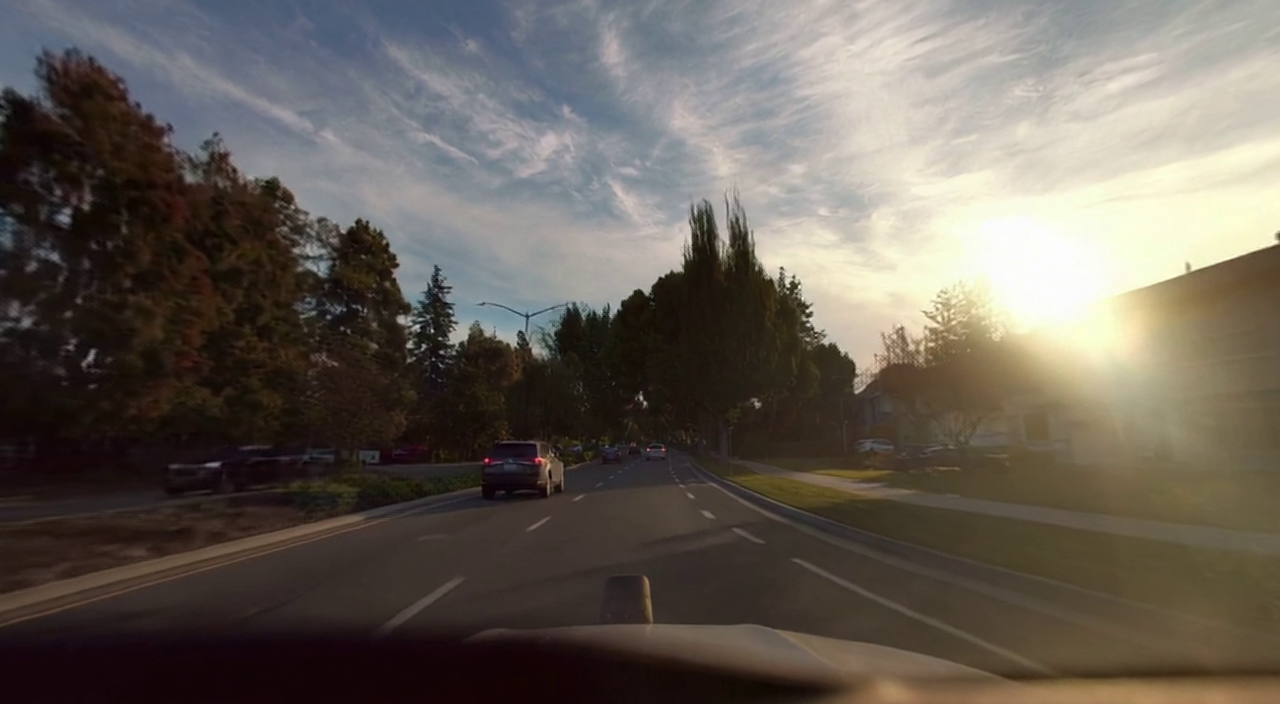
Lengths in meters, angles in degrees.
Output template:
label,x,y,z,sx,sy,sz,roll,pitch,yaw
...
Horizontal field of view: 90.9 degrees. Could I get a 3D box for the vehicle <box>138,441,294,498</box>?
label,x,y,z,sx,sy,sz,roll,pitch,yaw
vehicle,-14.457,3.991,21.905,2.063,1.715,4.650,0,-8,1

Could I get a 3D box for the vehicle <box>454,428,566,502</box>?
label,x,y,z,sx,sy,sz,roll,pitch,yaw
vehicle,-3.406,3.069,17.481,2.073,1.770,4.302,0,-8,1

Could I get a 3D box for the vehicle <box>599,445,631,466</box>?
label,x,y,z,sx,sy,sz,roll,pitch,yaw
vehicle,-1.894,8.061,49.196,2.119,1.494,4.624,0,-8,2
